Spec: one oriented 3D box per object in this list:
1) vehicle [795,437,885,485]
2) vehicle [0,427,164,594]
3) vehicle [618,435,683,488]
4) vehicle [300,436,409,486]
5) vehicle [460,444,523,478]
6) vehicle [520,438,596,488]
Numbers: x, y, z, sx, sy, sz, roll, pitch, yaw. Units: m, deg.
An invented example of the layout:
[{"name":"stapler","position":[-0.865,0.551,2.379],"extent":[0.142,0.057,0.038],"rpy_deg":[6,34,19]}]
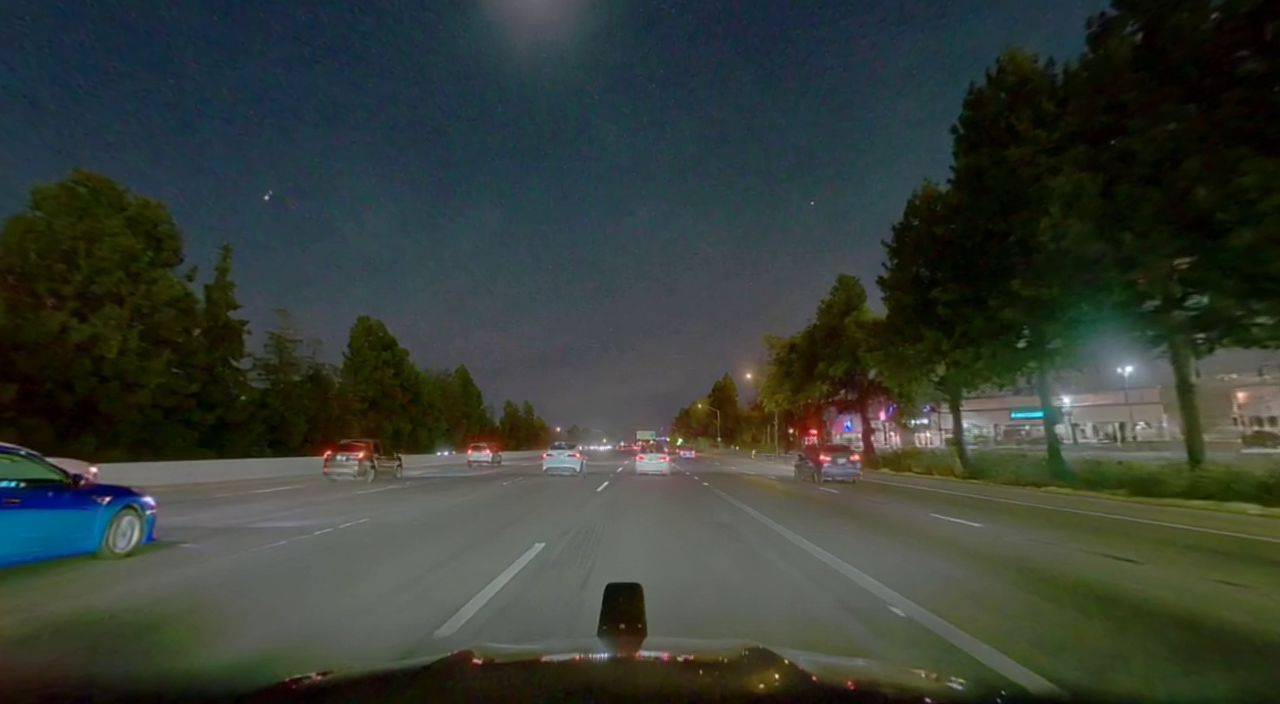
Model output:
[{"name":"vehicle","position":[7.999,4.366,25.716],"extent":[2.071,1.754,4.484],"rpy_deg":[0,-8,-1]},{"name":"vehicle","position":[-6.783,1.358,5.175],"extent":[2.116,1.473,4.644],"rpy_deg":[0,-8,0]},{"name":"vehicle","position":[0.368,3.898,22.883],"extent":[2.114,1.715,4.136],"rpy_deg":[0,-8,1]},{"name":"vehicle","position":[-10.417,3.995,23.447],"extent":[1.947,1.683,4.331],"rpy_deg":[-1,-8,1]},{"name":"vehicle","position":[-6.775,4.988,29.208],"extent":[1.886,1.455,4.148],"rpy_deg":[0,-8,1]},{"name":"vehicle","position":[-2.859,3.986,23.034],"extent":[2.102,1.624,4.257],"rpy_deg":[-1,-8,2]}]
